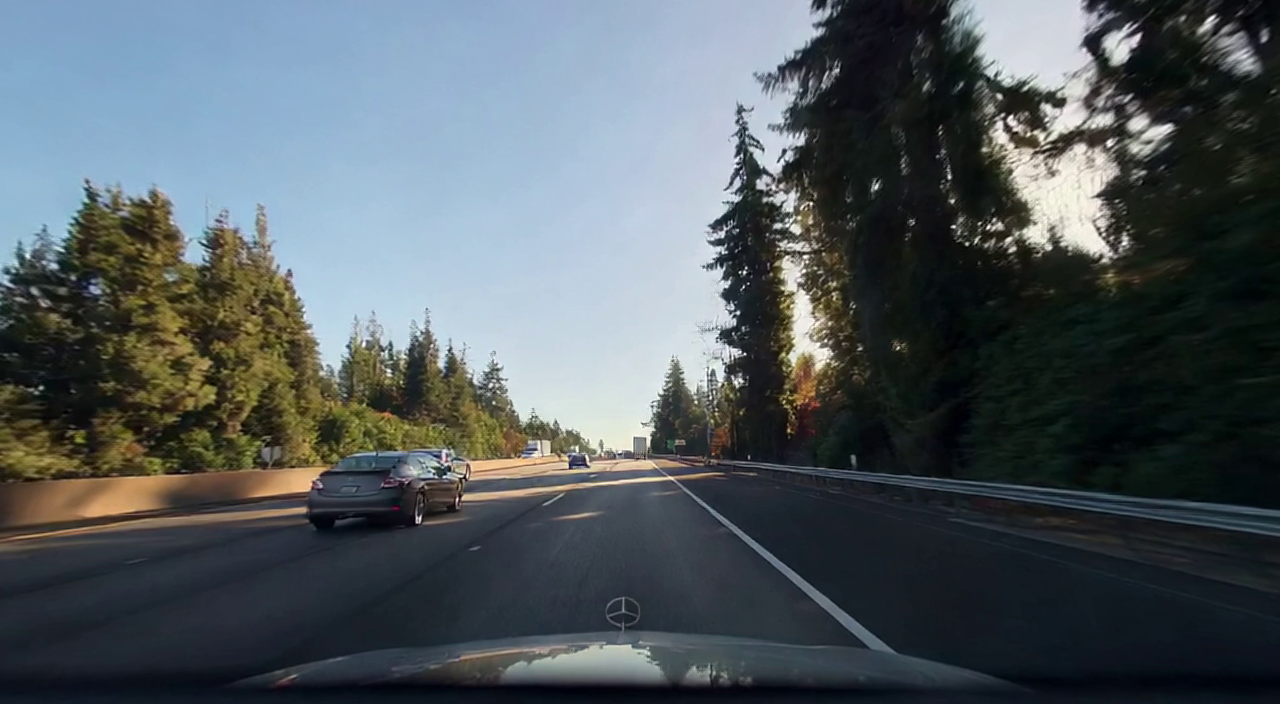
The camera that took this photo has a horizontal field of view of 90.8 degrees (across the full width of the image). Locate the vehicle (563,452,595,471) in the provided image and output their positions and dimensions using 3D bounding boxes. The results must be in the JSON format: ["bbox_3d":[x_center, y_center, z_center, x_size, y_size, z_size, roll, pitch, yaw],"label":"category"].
[{"bbox_3d":[-4.503,8.128,47.040,2.032,1.381,3.909,0,-9,0],"label":"vehicle"}]

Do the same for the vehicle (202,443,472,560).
[{"bbox_3d":[-4.386,2.219,10.139,2.106,1.445,4.404,0,-9,1],"label":"vehicle"}]
